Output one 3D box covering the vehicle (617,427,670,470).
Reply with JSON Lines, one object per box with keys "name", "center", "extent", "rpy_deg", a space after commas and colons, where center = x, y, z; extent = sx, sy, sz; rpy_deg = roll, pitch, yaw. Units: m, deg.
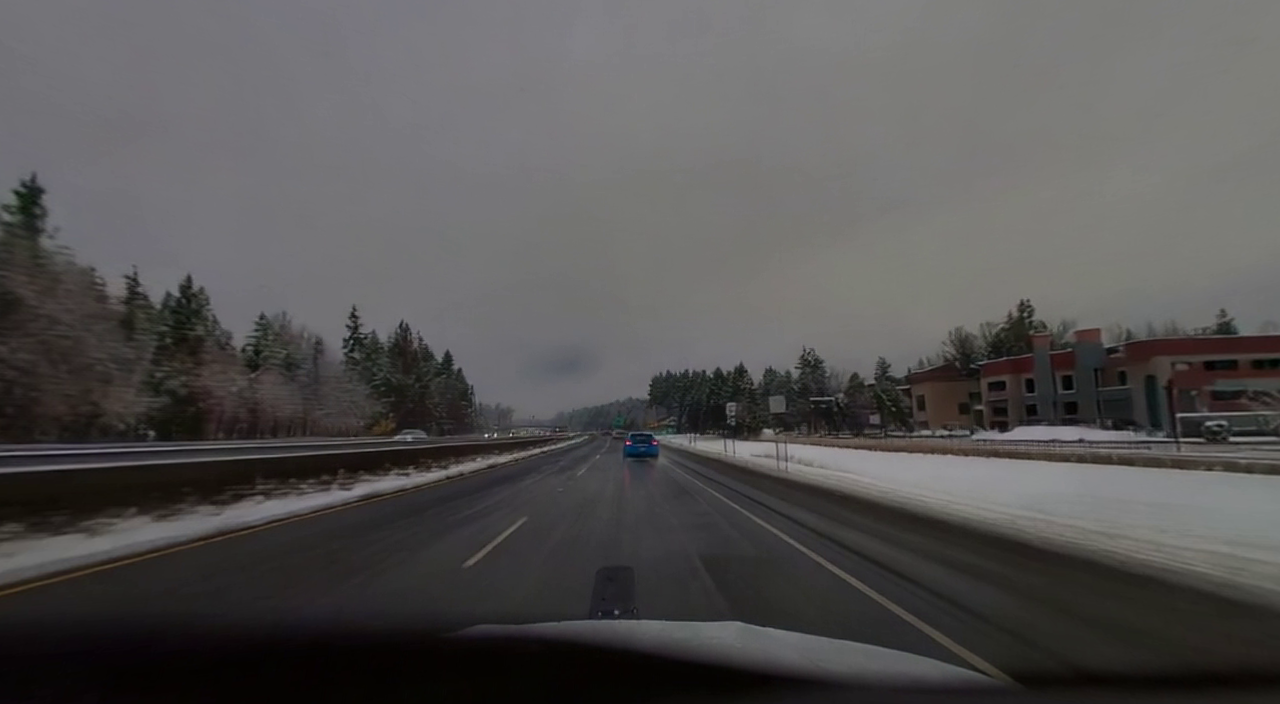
{"name": "vehicle", "center": [0.067, 3.982, 26.210], "extent": [2.020, 1.633, 3.942], "rpy_deg": [0, -8, -2]}
